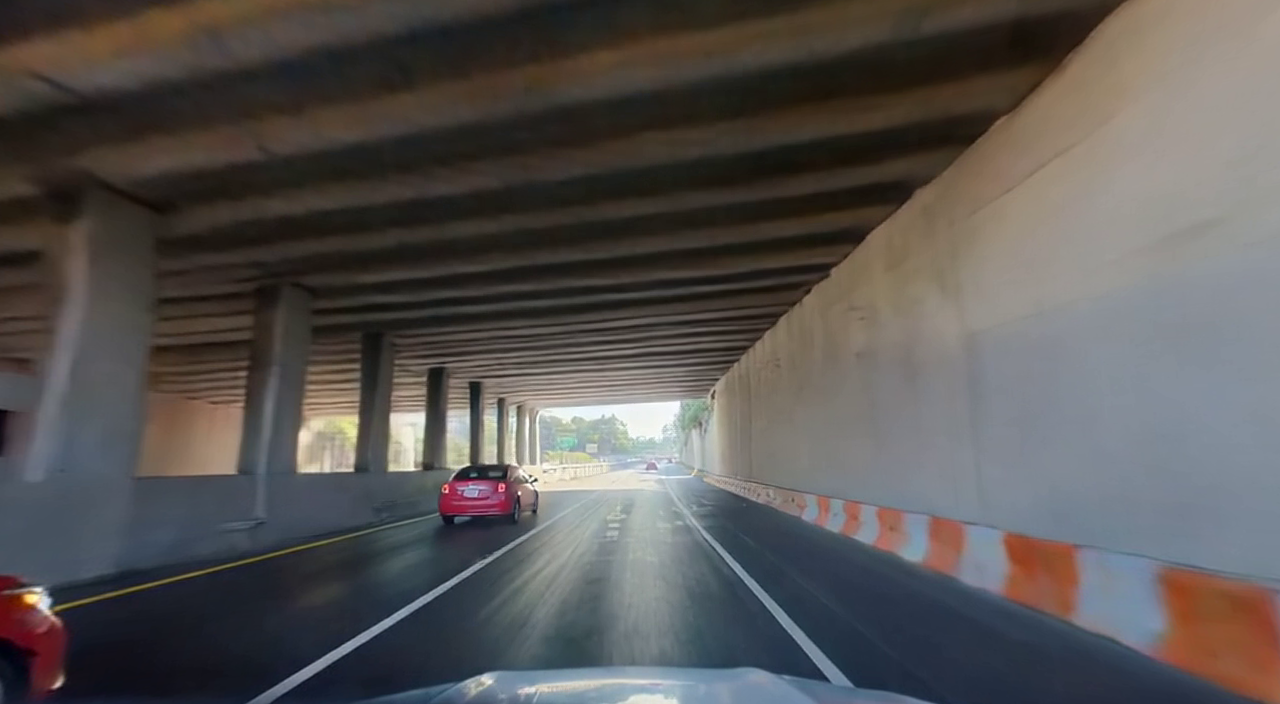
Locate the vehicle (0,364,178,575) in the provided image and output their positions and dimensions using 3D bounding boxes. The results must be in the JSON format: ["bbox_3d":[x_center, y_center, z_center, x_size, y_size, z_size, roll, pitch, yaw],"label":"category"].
[{"bbox_3d":[-9.175,1.346,7.302,2.310,2.576,6.321,0,-10,5],"label":"vehicle"}]

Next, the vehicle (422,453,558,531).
[{"bbox_3d":[-3.166,3.057,14.120,1.992,1.466,3.690,0,-10,2],"label":"vehicle"}]
